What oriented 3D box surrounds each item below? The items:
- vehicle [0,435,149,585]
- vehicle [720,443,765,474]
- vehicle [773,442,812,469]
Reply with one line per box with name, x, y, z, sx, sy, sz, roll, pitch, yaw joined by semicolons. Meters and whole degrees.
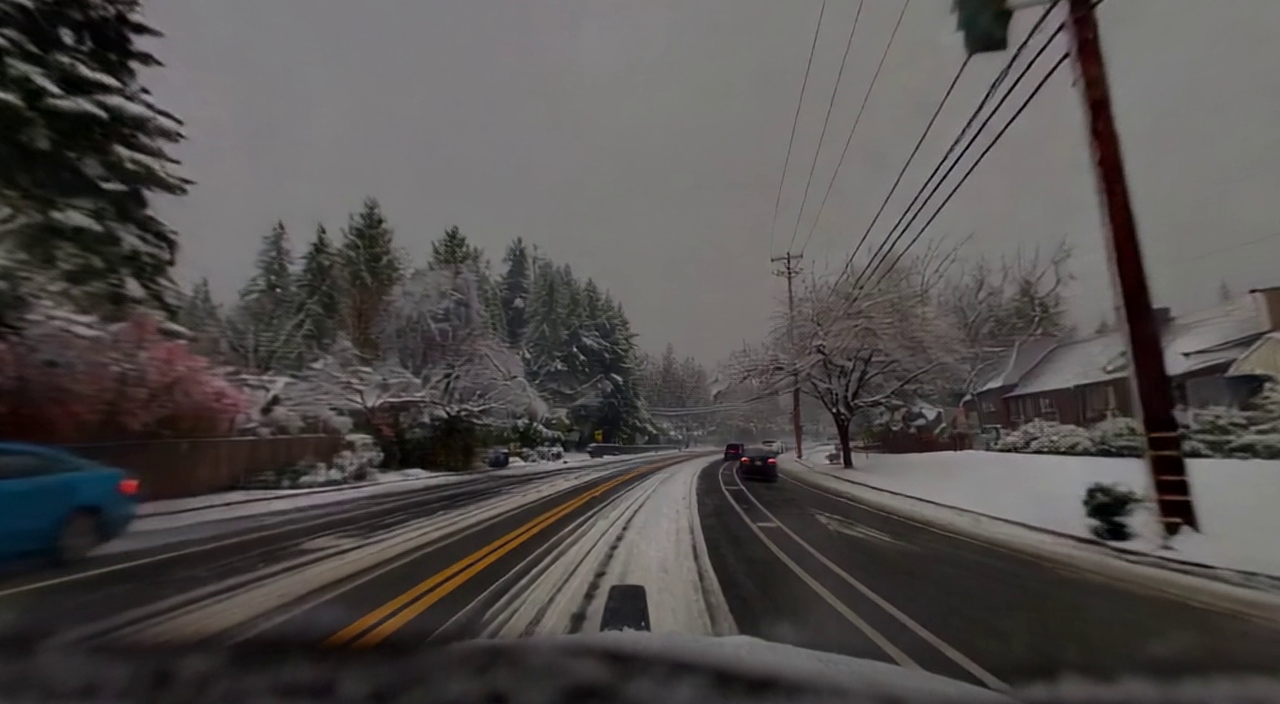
vehicle;-7.336;1.509;5.835;1.985;1.463;4.294;-1;-8;3
vehicle;5.311;5.559;33.162;1.951;1.479;4.487;-1;-8;4
vehicle;9.942;6.757;41.309;2.027;1.674;4.256;-1;-8;7
